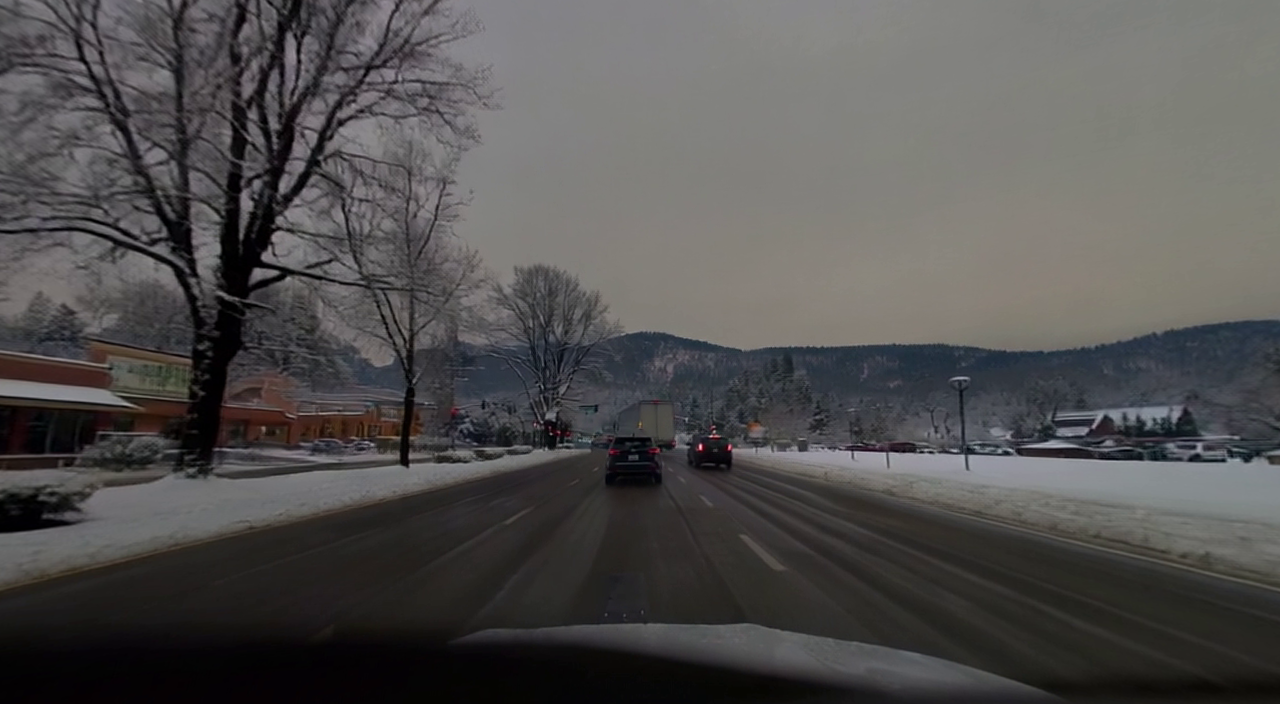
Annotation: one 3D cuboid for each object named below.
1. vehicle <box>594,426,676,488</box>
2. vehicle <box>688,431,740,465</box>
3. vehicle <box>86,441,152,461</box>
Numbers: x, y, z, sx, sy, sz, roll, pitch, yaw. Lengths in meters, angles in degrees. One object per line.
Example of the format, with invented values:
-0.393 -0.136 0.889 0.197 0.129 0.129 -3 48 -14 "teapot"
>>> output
-0.168 3.098 18.794 2.193 1.651 3.946 0 -8 -1 "vehicle"
3.695 4.918 32.284 2.088 1.655 4.360 0 -8 -1 "vehicle"
-36.681 6.989 44.264 3.245 1.338 1.536 4 -9 -26 "vehicle"
